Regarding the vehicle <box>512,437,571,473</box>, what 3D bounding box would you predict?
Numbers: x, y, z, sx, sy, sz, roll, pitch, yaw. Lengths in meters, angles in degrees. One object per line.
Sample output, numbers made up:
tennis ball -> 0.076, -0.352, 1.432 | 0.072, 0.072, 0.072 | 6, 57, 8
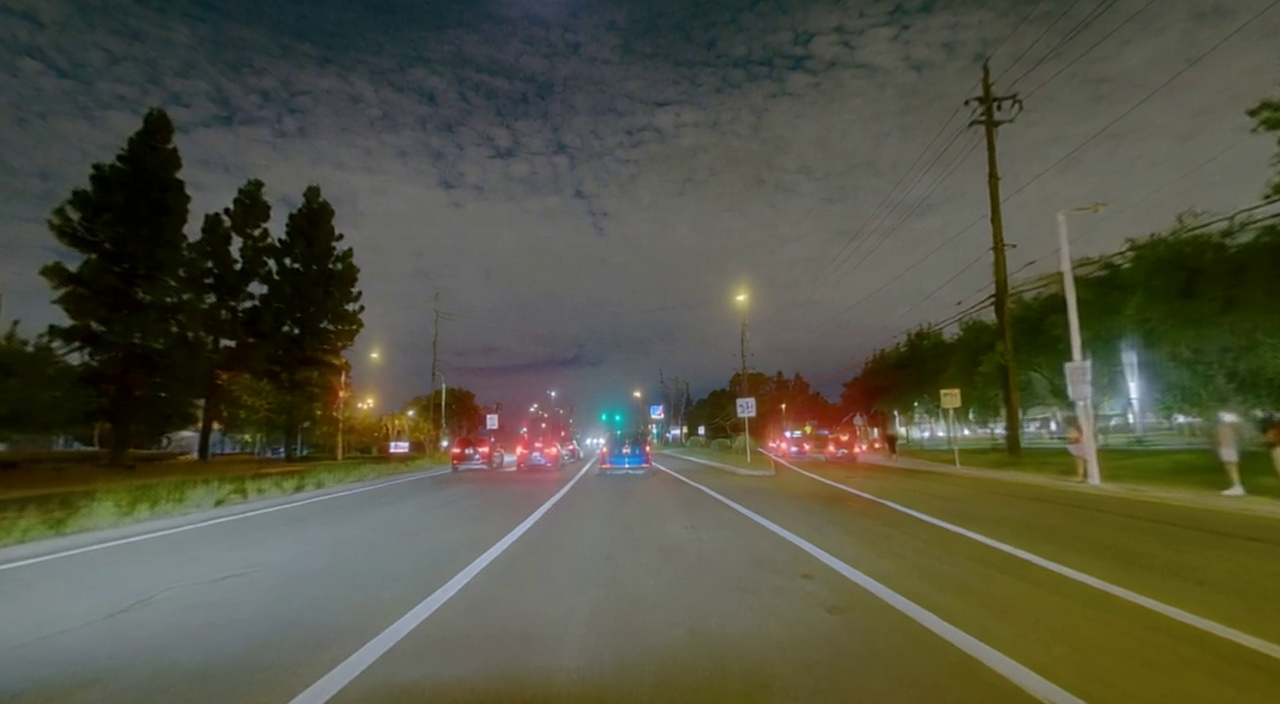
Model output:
vehicle -> -4.348, 4.628, 28.610 | 2.087, 1.485, 4.452 | 0, -8, -2

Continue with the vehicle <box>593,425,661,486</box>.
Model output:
vehicle -> -0.445, 3.320, 20.545 | 2.012, 1.769, 3.897 | 0, -8, -2

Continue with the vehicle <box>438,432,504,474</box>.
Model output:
vehicle -> -7.196, 4.334, 27.282 | 1.860, 1.634, 4.089 | 0, -8, -2
